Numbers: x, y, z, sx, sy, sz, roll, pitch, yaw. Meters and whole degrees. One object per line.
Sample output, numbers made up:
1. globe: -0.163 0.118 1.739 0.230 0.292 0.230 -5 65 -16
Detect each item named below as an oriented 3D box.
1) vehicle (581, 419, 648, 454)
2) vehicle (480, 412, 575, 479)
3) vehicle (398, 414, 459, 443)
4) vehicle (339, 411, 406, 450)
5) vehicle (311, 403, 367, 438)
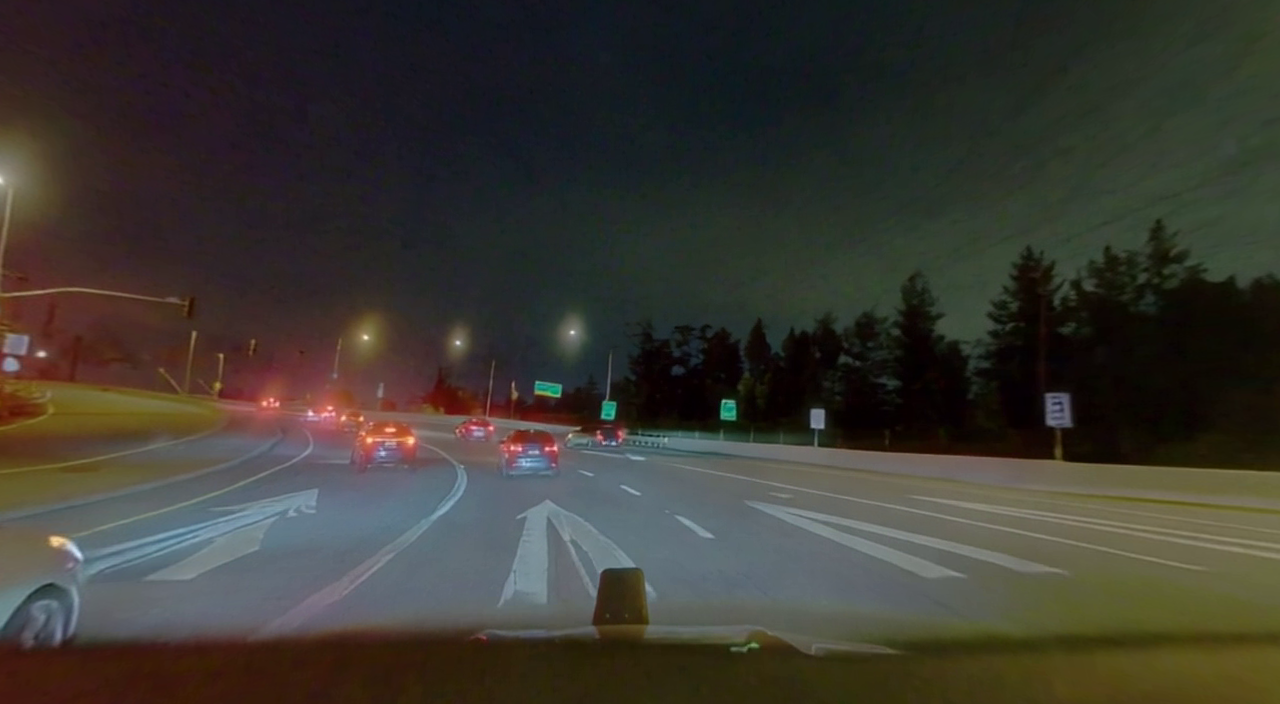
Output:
1. vehicle: -1.567 4.892 36.222 2.079 1.807 4.682 4 -9 -27
2. vehicle: -3.454 2.766 18.673 2.140 1.724 4.304 3 -9 -18
3. vehicle: -11.803 4.305 35.019 1.832 1.473 4.364 6 -11 -37
4. vehicle: -11.686 3.464 27.364 2.033 1.501 4.623 5 -10 -29
5. vehicle: -16.544 3.809 34.543 2.076 1.747 4.285 6 -10 -33
